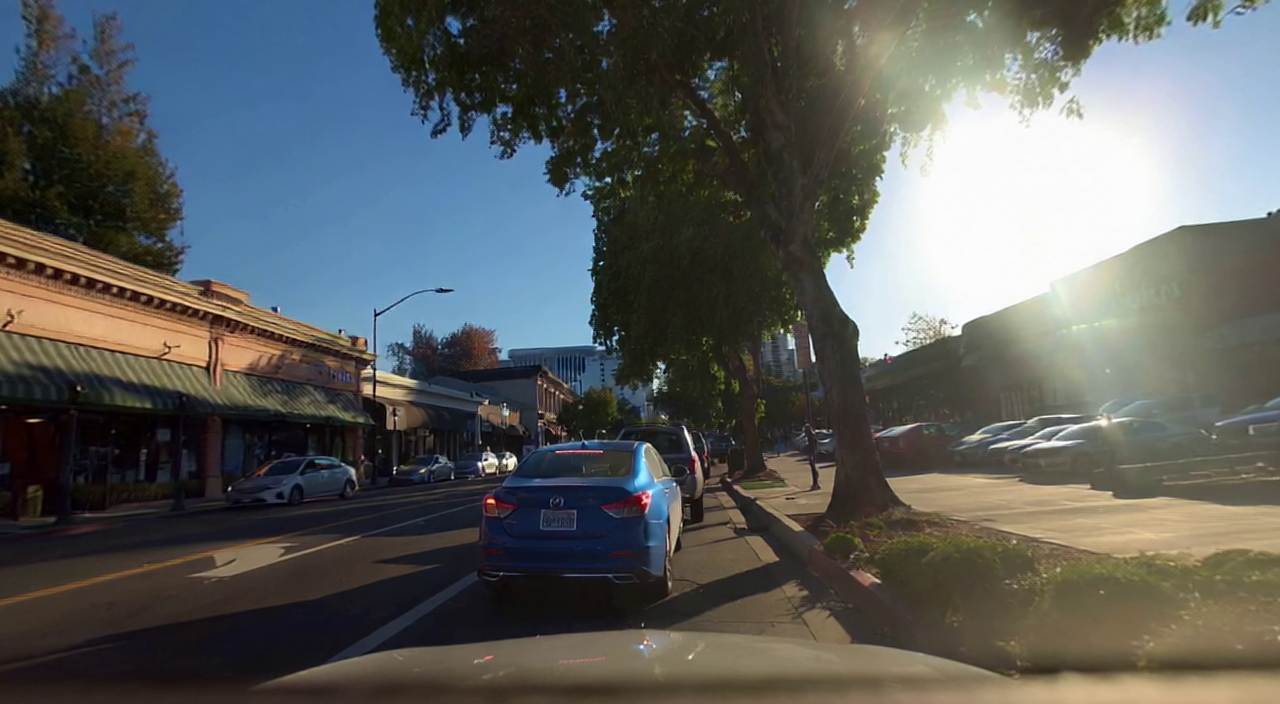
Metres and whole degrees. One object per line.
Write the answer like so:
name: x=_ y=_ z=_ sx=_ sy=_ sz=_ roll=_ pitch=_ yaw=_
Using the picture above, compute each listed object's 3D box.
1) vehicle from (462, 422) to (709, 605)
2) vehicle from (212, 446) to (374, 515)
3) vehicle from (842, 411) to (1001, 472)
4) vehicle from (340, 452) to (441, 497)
vehicle: x=-0.274 y=1.632 z=7.295 sx=1.939 sy=1.478 sz=3.922 roll=-1 pitch=-8 yaw=9
vehicle: x=-11.010 y=4.064 z=20.580 sx=2.081 sy=1.718 sz=5.342 roll=-6 pitch=-9 yaw=3
vehicle: x=9.023 y=2.830 z=20.225 sx=4.558 sy=1.528 sz=1.915 roll=-1 pitch=-7 yaw=-23
vehicle: x=-10.262 y=5.028 z=26.271 sx=1.826 sy=1.432 sz=4.556 roll=-7 pitch=-9 yaw=8
